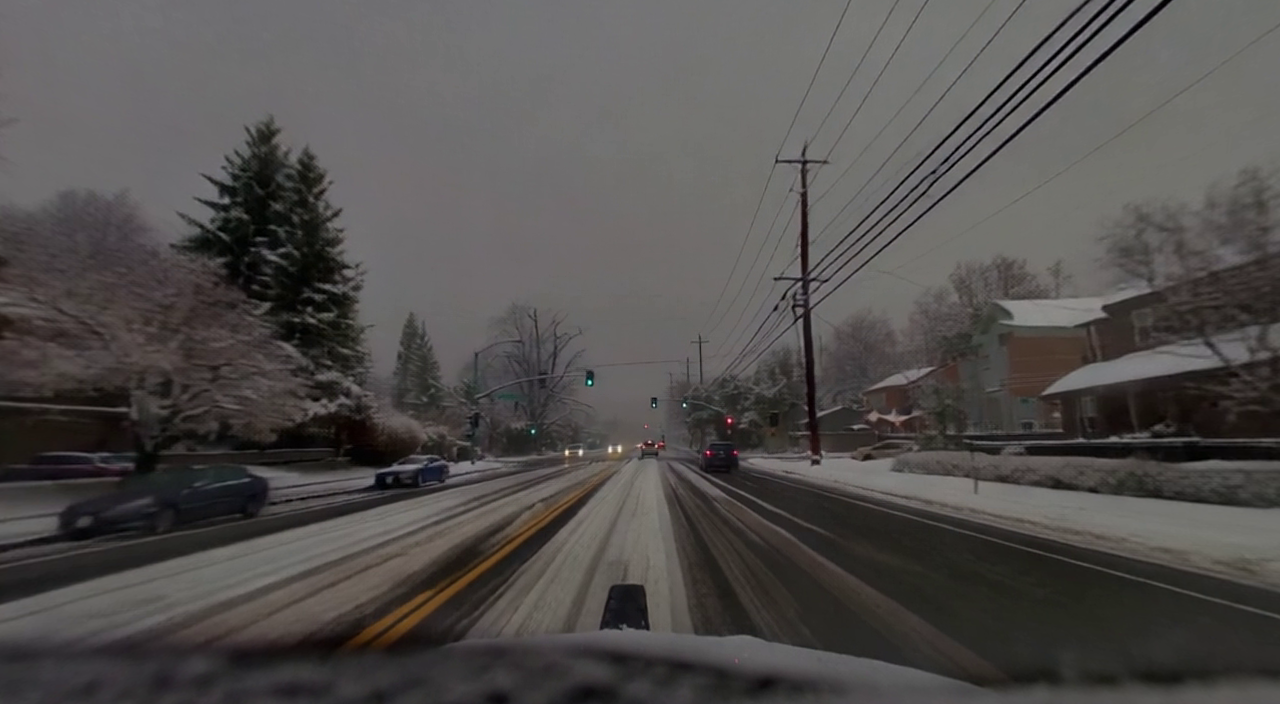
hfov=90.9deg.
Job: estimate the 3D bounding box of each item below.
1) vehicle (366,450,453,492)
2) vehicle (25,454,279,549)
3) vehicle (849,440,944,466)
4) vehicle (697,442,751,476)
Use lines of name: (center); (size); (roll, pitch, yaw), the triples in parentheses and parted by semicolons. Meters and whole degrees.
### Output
vehicle: (-9.877, 5.112, 27.445); (2.032, 1.452, 4.656); (-2, -7, 0)
vehicle: (-10.343, 3.135, 13.984); (1.927, 1.485, 4.702); (-2, -7, 0)
vehicle: (15.239, 6.002, 37.577); (4.838, 1.474, 1.873); (1, -8, -6)
vehicle: (3.932, 5.078, 30.160); (1.951, 1.479, 4.487); (0, -8, 0)
